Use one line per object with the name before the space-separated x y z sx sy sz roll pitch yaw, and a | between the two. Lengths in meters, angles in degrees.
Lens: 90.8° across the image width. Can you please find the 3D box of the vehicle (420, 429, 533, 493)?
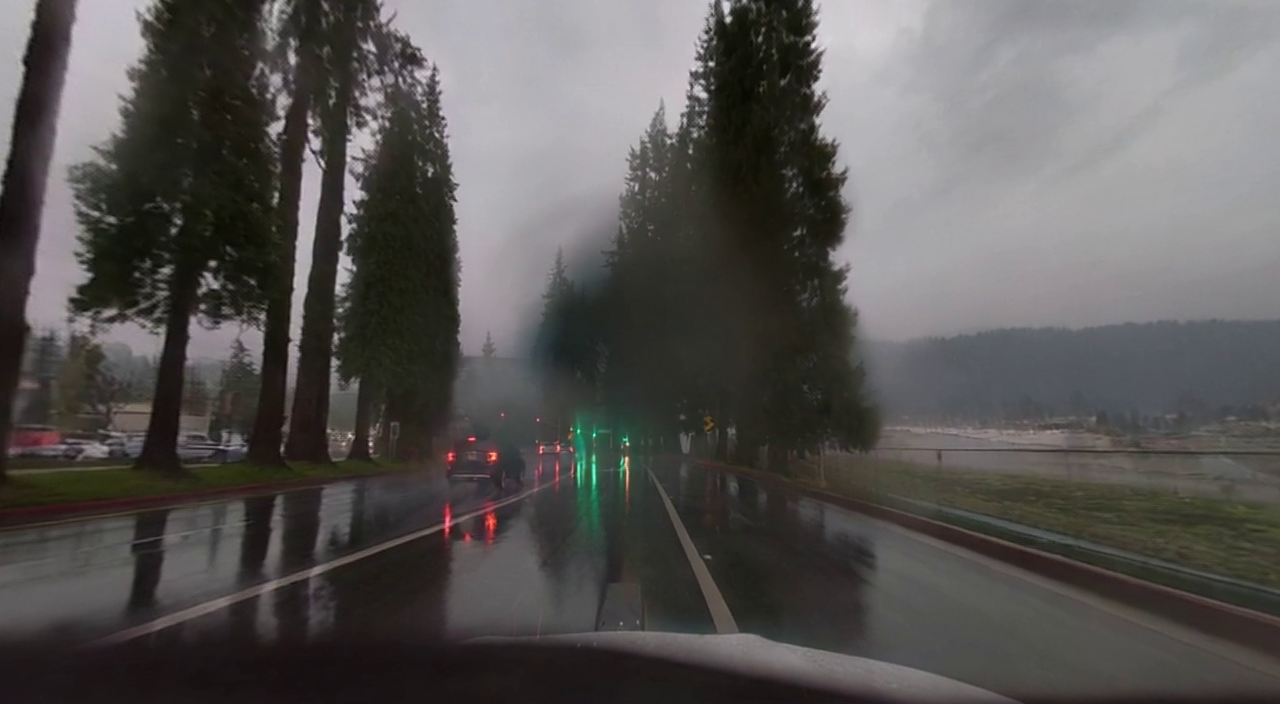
vehicle | -4.910 3.345 19.764 2.210 1.737 4.649 0 -8 1
